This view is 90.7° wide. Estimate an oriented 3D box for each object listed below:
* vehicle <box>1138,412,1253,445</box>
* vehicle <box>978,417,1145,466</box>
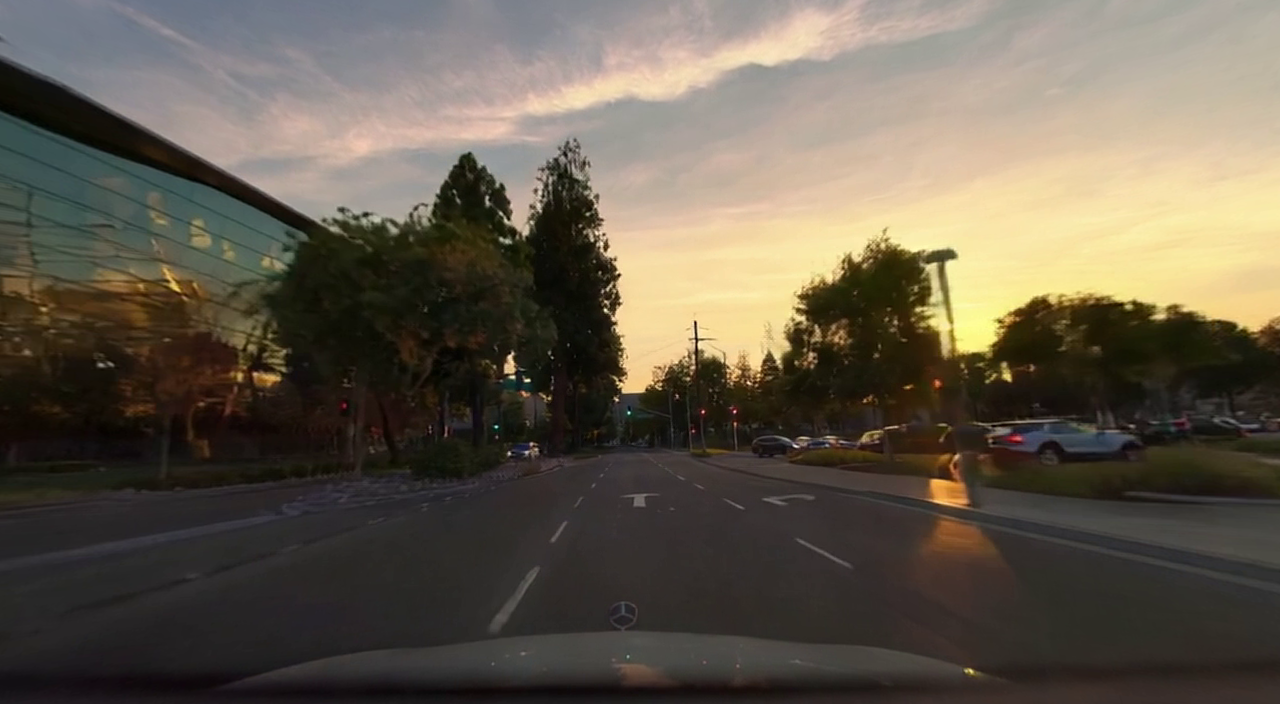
[{"bbox_3d":[27.393,3.846,31.408,1.805,1.466,4.236,1,-9,0],"label":"vehicle"},{"bbox_3d":[13.074,2.816,19.778,3.991,1.437,1.679,0,-9,-2],"label":"vehicle"}]
